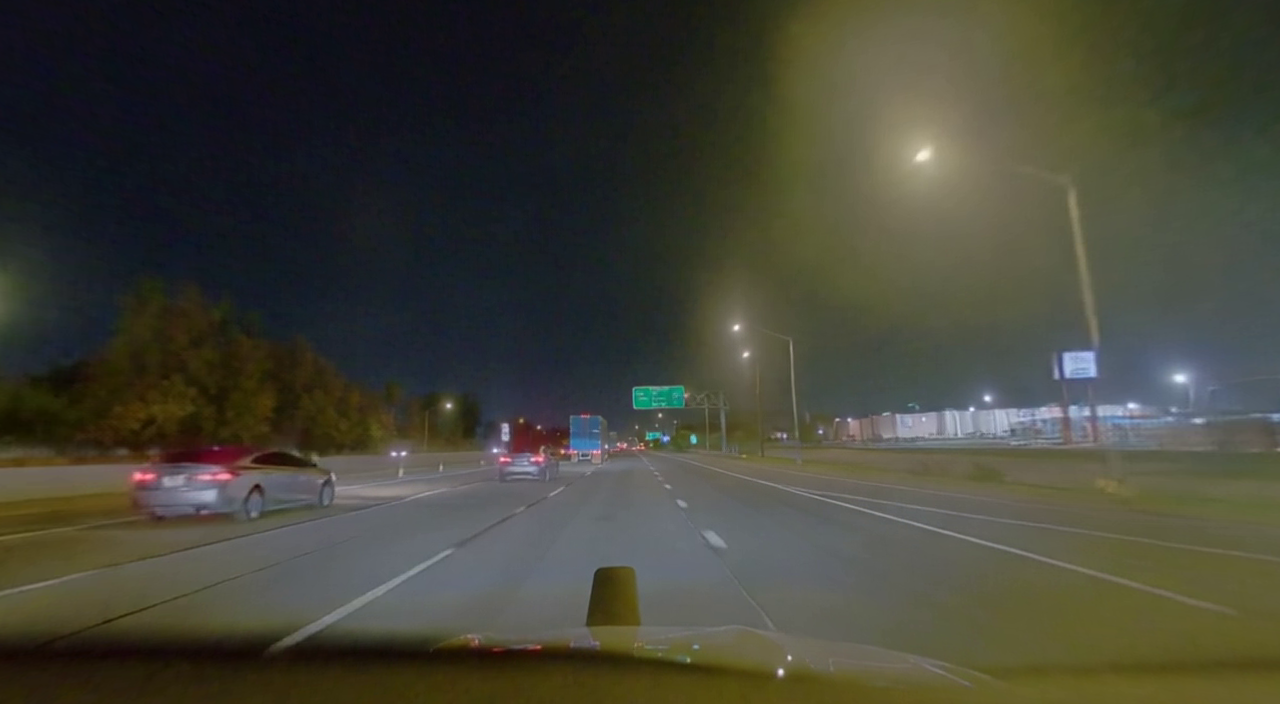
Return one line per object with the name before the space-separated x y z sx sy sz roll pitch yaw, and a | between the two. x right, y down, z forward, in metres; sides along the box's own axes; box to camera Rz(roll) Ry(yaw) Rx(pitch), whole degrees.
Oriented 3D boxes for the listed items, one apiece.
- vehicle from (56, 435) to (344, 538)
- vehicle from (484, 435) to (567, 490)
vehicle | -7.508 2.311 11.534 2.026 1.477 4.467 0 -9 0
vehicle | -3.753 3.708 21.501 2.033 1.669 4.112 0 -9 0
